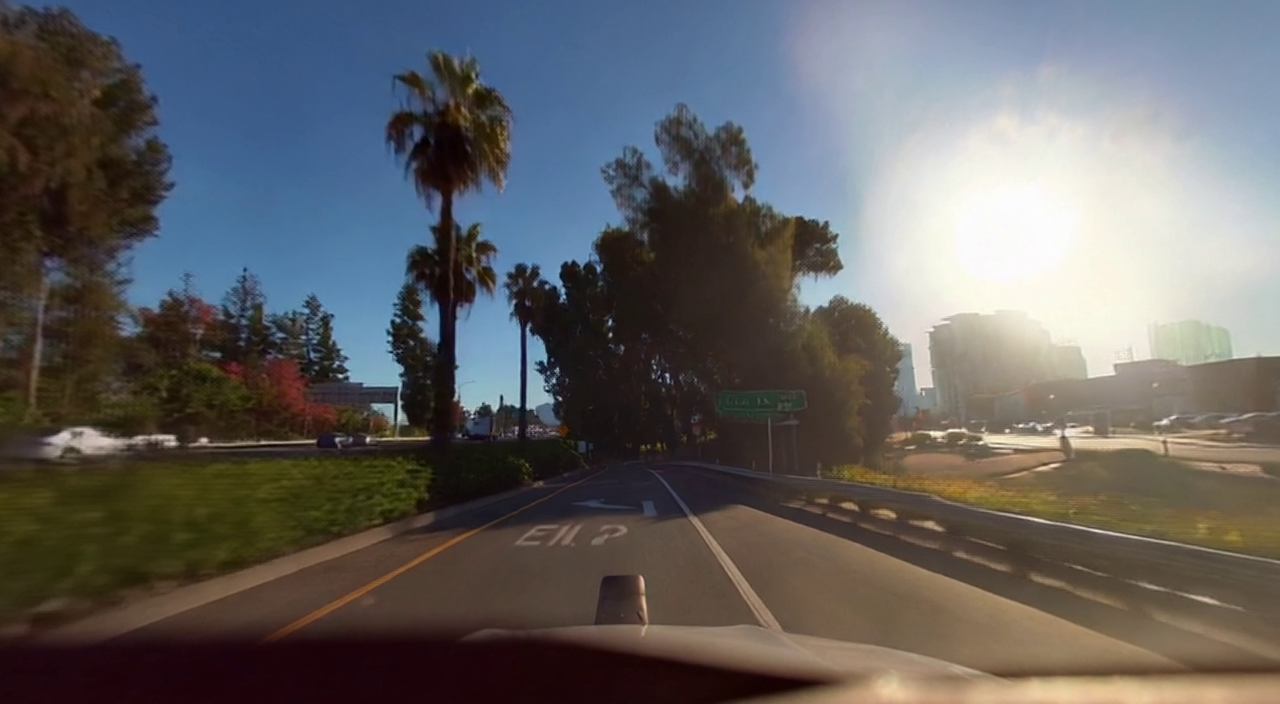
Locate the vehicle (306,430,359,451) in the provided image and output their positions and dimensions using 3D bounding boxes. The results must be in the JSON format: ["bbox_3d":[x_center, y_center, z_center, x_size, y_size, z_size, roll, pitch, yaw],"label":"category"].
[{"bbox_3d":[-23.368,6.750,48.228,1.933,1.496,4.516,0,-9,-2],"label":"vehicle"}]

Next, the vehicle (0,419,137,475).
[{"bbox_3d":[-17.717,2.822,18.722,1.931,1.451,4.683,0,-9,-3],"label":"vehicle"}]
